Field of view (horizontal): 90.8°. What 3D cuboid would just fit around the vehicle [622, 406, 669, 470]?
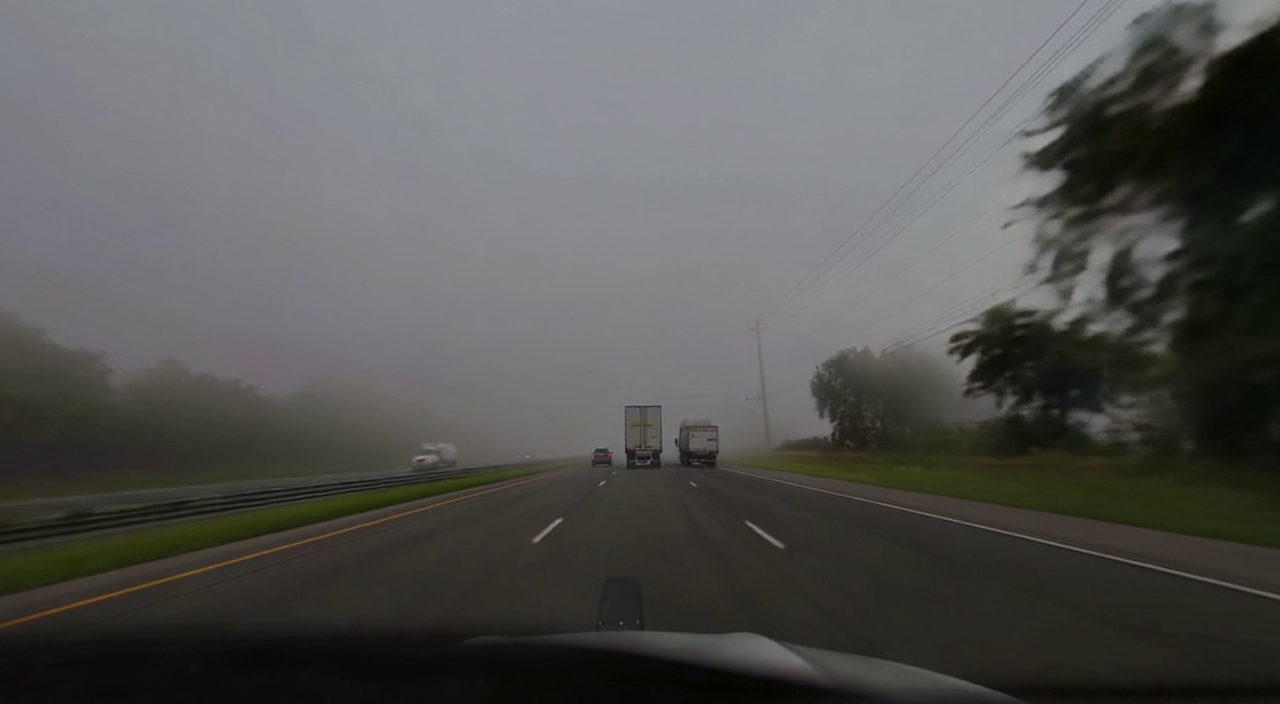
[{"bbox_3d":[0.321,6.575,47.013,2.997,4.076,13.224,0,-9,0],"label":"vehicle"}]

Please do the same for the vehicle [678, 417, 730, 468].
[{"bbox_3d":[4.545,6.761,46.533,2.938,3.378,8.820,0,-9,0],"label":"vehicle"}]
